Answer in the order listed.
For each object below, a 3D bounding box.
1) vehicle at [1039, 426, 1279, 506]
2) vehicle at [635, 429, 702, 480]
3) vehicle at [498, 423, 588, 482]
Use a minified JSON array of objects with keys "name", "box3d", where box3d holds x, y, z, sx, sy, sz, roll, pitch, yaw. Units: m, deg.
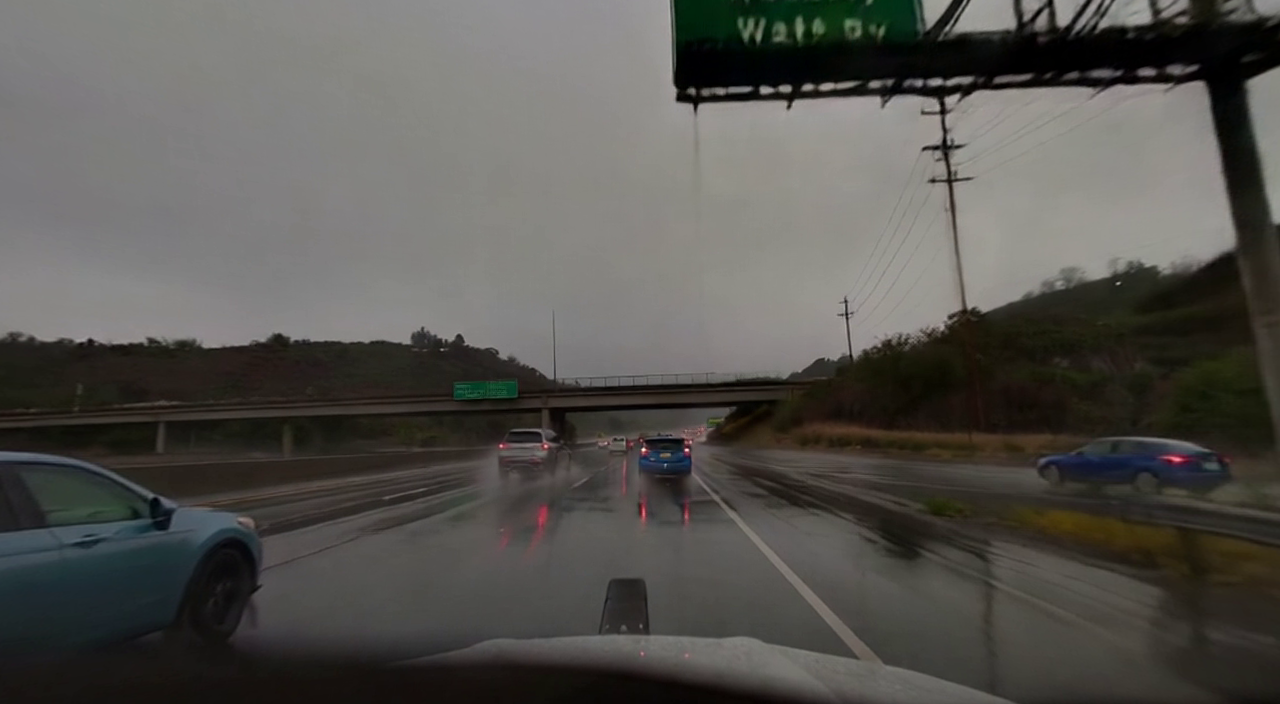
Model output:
[{"name":"vehicle","box3d":[14.545,3.188,18.120,2.059,1.938,4.793,3,-9,-20]},{"name":"vehicle","box3d":[0.932,3.677,22.797,2.193,1.651,3.946,0,-8,0]},{"name":"vehicle","box3d":[-3.278,3.538,22.412,2.228,1.845,4.847,-1,-8,2]}]
